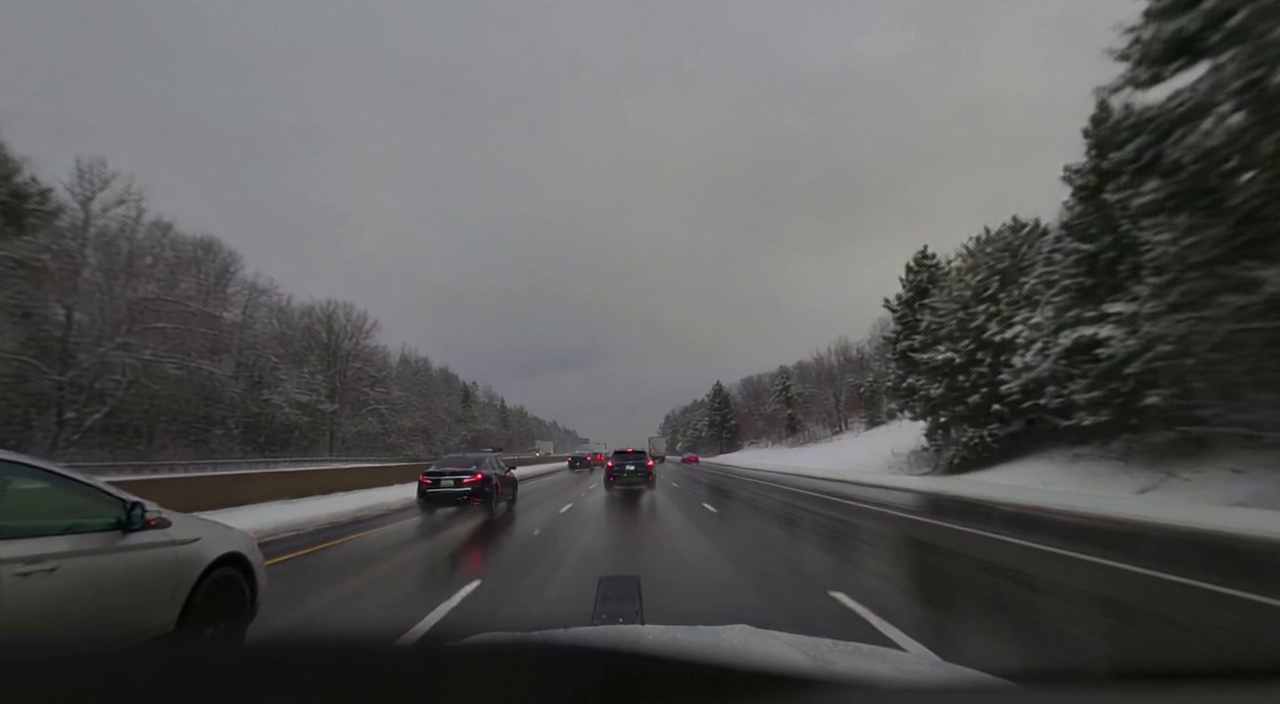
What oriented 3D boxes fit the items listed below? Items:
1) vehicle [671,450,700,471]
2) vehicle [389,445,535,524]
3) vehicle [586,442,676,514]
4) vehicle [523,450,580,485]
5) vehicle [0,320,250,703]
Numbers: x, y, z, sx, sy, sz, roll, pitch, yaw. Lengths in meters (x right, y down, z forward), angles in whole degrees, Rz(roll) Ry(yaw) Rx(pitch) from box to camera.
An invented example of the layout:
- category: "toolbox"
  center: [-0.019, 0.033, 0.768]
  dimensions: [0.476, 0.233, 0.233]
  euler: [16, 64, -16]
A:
- category: "vehicle"
  center: [3.491, 8.440, 49.209]
  dimensions: [1.858, 1.537, 3.838]
  euler: [0, -9, -2]
- category: "vehicle"
  center: [-3.790, 2.906, 14.367]
  dimensions: [1.988, 1.501, 4.438]
  euler: [0, -9, 0]
- category: "vehicle"
  center: [-0.195, 3.081, 15.761]
  dimensions: [1.996, 1.574, 3.426]
  euler: [0, -9, 0]
- category: "vehicle"
  center: [-4.026, 5.344, 29.426]
  dimensions: [1.999, 1.484, 4.269]
  euler: [0, -9, 1]
- category: "vehicle"
  center: [-3.953, 0.681, 1.954]
  dimensions: [2.243, 1.889, 4.949]
  euler: [0, -9, 1]
